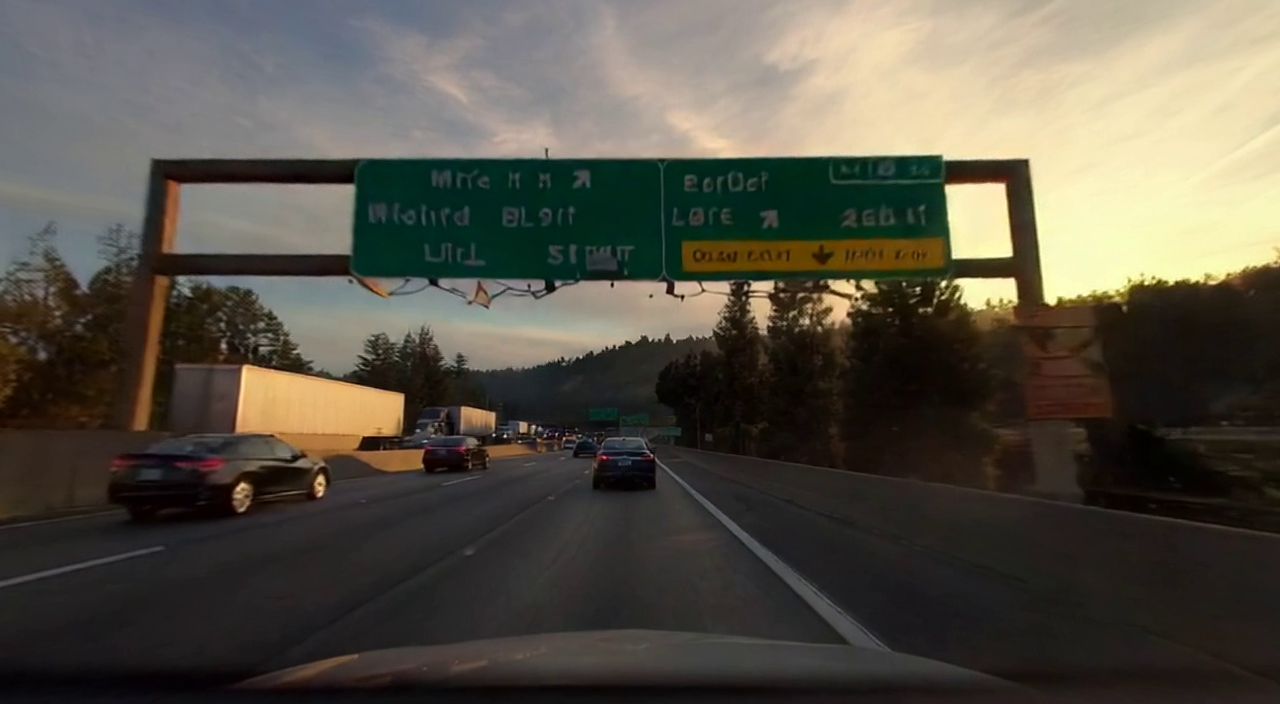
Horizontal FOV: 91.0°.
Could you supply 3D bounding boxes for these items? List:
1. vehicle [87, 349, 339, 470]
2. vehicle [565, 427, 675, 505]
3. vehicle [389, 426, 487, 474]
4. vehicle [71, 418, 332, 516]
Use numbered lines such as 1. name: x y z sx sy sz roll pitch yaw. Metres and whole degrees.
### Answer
1. vehicle: -15.013 2.358 23.494 3.034 3.627 9.026 0 -8 0
2. vehicle: -0.370 2.548 14.525 2.127 1.497 4.445 0 -8 1
3. vehicle: -7.708 3.807 24.587 2.325 1.663 4.426 0 -8 0
4. vehicle: -7.832 2.077 11.805 2.088 1.531 3.791 0 -8 1
